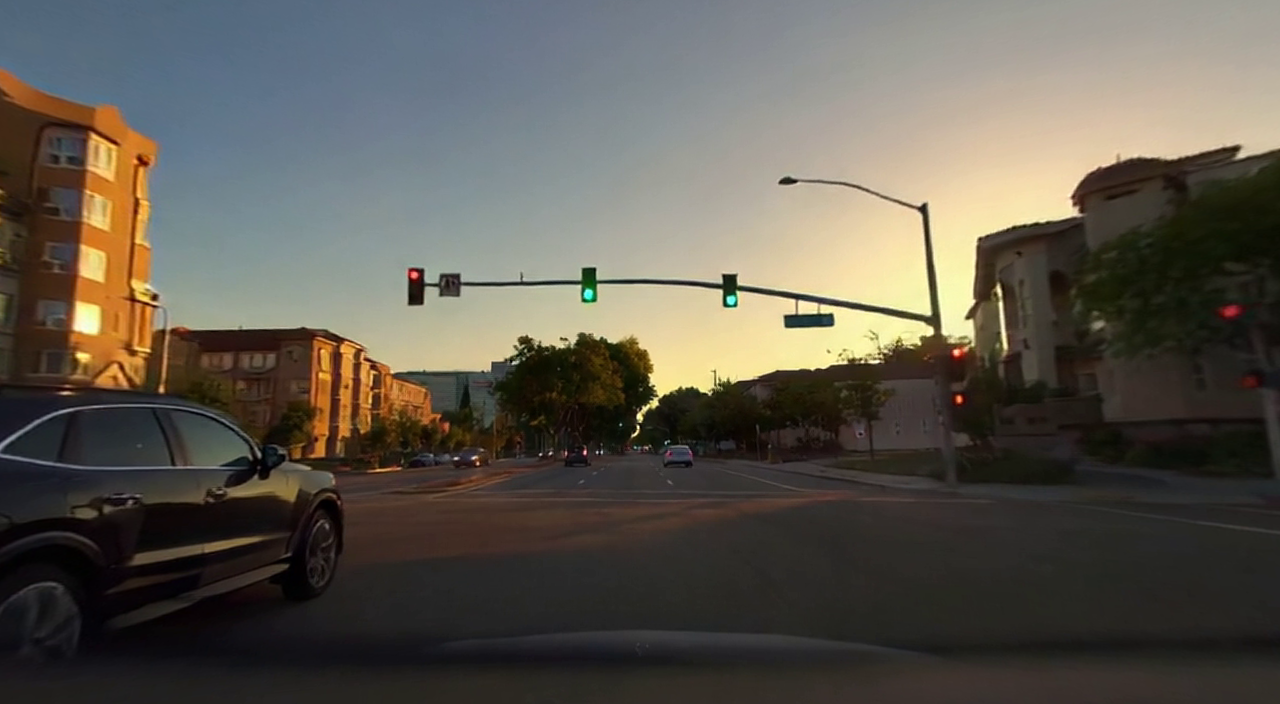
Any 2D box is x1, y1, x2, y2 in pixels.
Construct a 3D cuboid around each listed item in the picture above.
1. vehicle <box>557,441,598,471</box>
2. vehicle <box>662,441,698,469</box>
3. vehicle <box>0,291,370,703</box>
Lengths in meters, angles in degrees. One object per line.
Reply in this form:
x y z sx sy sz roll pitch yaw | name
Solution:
-3.782 6.398 39.006 2.083 1.685 4.069 0 -9 1 | vehicle
2.572 6.766 41.768 2.018 1.719 4.369 0 -9 -1 | vehicle
-3.778 0.878 3.492 2.225 1.984 5.168 0 -9 1 | vehicle
